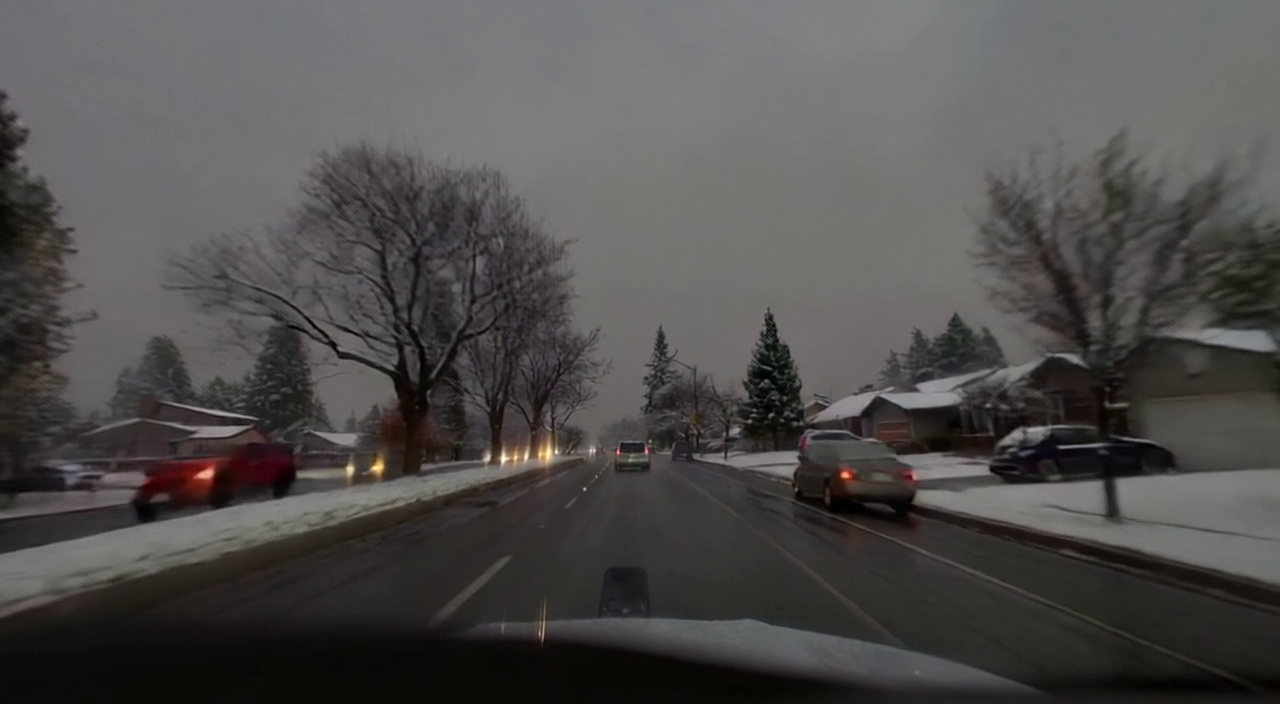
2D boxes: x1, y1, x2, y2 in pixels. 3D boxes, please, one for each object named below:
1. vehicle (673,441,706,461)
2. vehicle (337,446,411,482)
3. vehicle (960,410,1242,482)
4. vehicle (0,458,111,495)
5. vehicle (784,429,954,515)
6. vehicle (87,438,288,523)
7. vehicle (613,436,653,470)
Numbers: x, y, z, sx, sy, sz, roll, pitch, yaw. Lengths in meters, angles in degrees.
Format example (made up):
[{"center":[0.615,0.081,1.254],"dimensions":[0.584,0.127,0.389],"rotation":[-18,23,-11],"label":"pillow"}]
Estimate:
[{"center":[3.782,7.663,48.951],"dimensions":[2.045,1.517,4.394],"rotation":[0,-8,-2],"label":"vehicle"},{"center":[-14.846,6.221,35.528],"dimensions":[2.034,1.810,4.976],"rotation":[-1,-8,-1],"label":"vehicle"},{"center":[11.785,2.449,16.492],"dimensions":[5.538,1.703,2.286],"rotation":[0,-9,0],"label":"vehicle"},{"center":[-27.200,5.608,28.571],"dimensions":[4.644,1.541,1.873],"rotation":[0,-8,-1],"label":"vehicle"},{"center":[4.596,2.454,13.476],"dimensions":[2.020,1.518,4.255],"rotation":[0,-8,0],"label":"vehicle"},{"center":[-11.340,3.174,16.299],"dimensions":[1.948,1.725,4.443],"rotation":[-5,-8,0],"label":"vehicle"},{"center":[-0.386,5.333,33.522],"dimensions":[2.024,1.655,4.301],"rotation":[0,-8,-1],"label":"vehicle"}]
